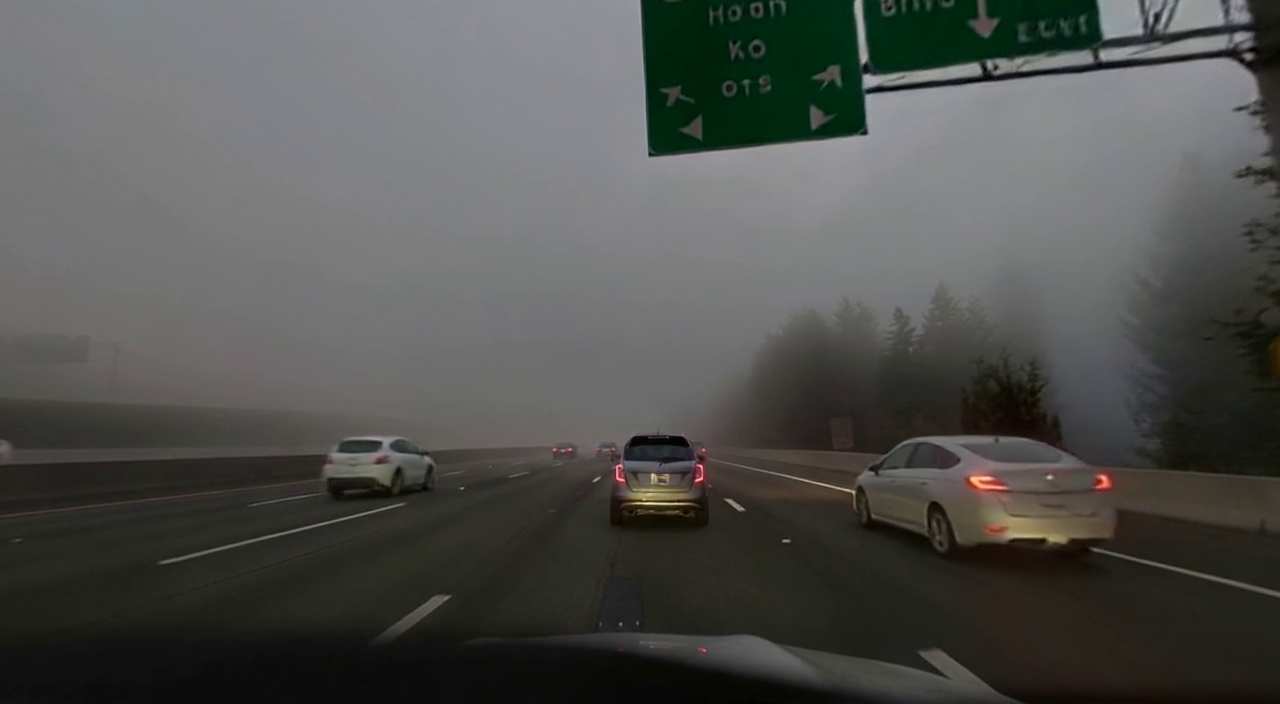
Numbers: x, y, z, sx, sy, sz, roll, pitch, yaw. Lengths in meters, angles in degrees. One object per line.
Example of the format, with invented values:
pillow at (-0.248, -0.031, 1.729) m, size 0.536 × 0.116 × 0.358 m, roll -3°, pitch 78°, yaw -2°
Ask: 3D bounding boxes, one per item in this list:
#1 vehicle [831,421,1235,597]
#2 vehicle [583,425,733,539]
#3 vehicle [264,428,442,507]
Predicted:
vehicle at (4.106, 1.703, 7.836) m, size 2.002 × 1.499 × 4.710 m, roll 0°, pitch -8°, yaw 0°
vehicle at (0.252, 2.072, 10.616) m, size 2.044 × 1.554 × 3.824 m, roll 0°, pitch -8°, yaw 0°
vehicle at (-6.763, 2.774, 15.588) m, size 2.127 × 1.644 × 4.631 m, roll 0°, pitch -9°, yaw 1°
